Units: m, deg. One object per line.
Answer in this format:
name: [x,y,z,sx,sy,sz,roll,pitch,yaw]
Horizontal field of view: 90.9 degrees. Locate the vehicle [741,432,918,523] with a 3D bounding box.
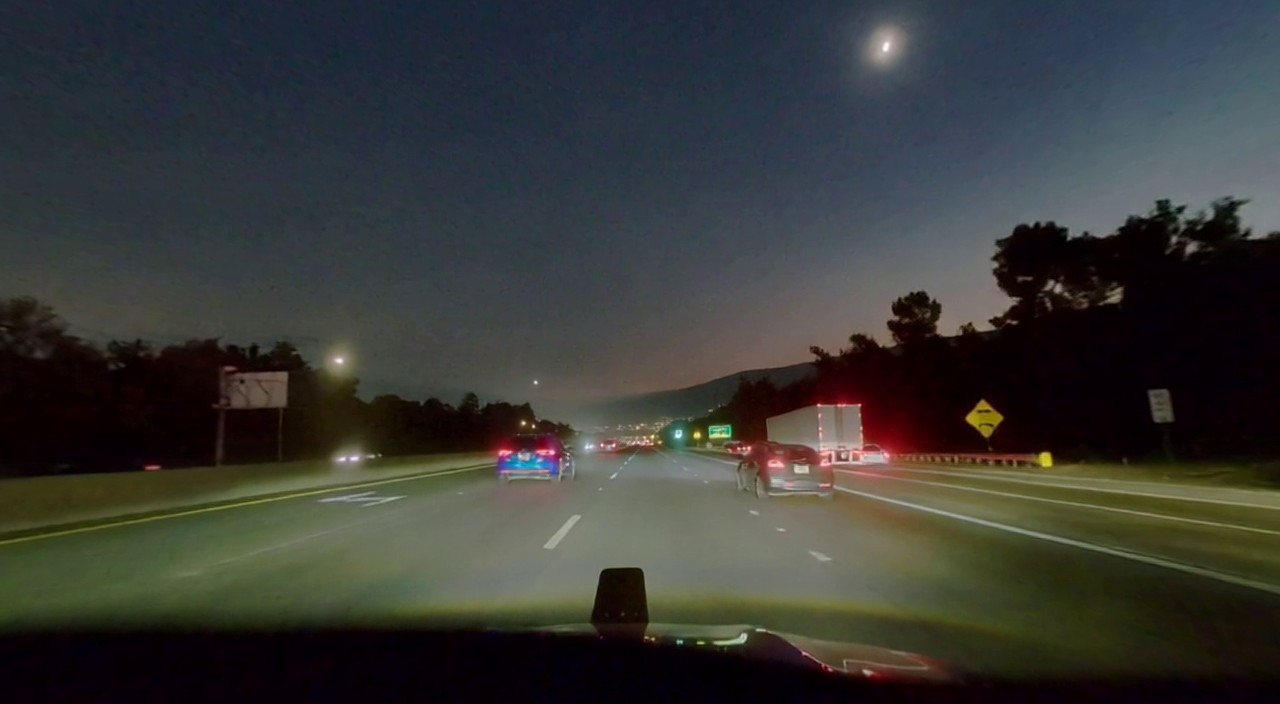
vehicle: [3.536,2.445,12.874,2.080,1.493,4.674,0,-9,-1]

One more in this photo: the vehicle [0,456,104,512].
vehicle: [-19.342,3.989,19.293,1.801,1.554,4.584,0,-9,0]

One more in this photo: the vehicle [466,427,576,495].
vehicle: [-3.420,3.287,19.355,2.218,1.764,5.229,0,-9,1]
